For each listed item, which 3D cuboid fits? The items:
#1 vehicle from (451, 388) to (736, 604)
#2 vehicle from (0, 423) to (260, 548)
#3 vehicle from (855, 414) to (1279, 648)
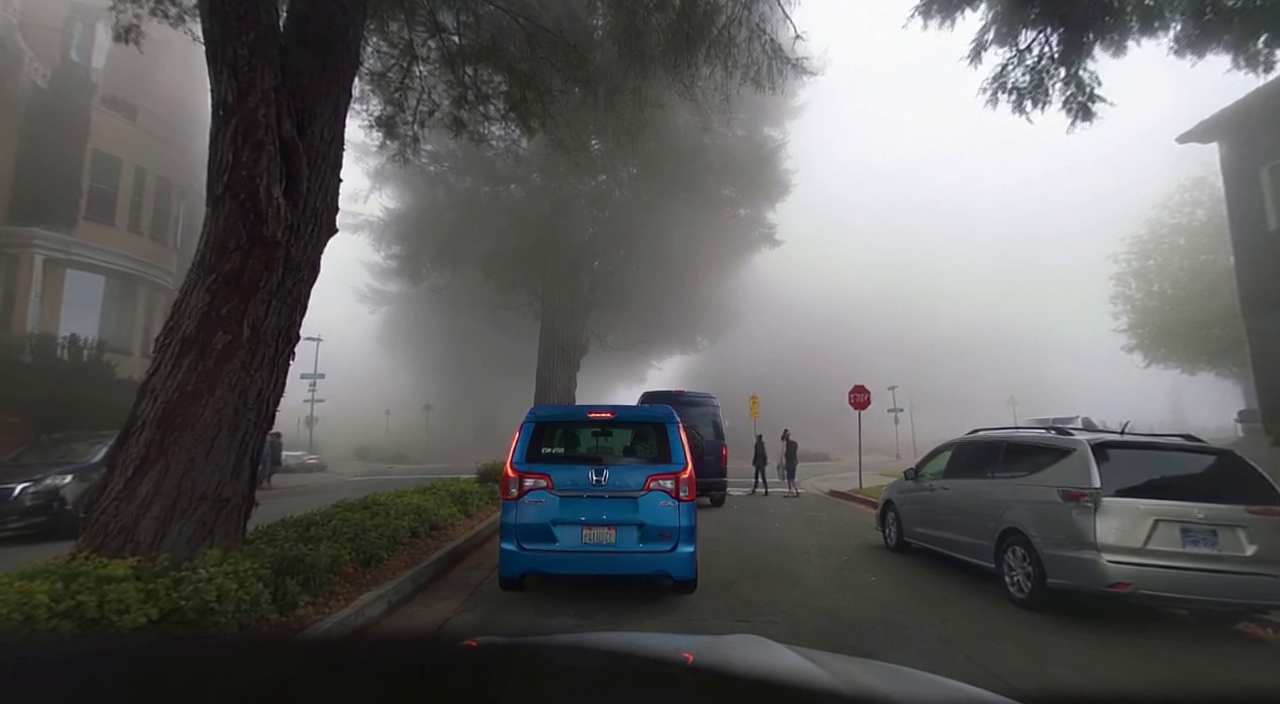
[{"bbox_3d":[-0.390,1.548,7.669,2.377,1.787,4.652,0,-8,0],"label":"vehicle"},{"bbox_3d":[-8.291,1.974,10.049,1.825,1.532,4.083,-3,-7,1],"label":"vehicle"},{"bbox_3d":[4.219,1.646,6.898,1.959,1.581,4.731,4,-9,-2],"label":"vehicle"}]
